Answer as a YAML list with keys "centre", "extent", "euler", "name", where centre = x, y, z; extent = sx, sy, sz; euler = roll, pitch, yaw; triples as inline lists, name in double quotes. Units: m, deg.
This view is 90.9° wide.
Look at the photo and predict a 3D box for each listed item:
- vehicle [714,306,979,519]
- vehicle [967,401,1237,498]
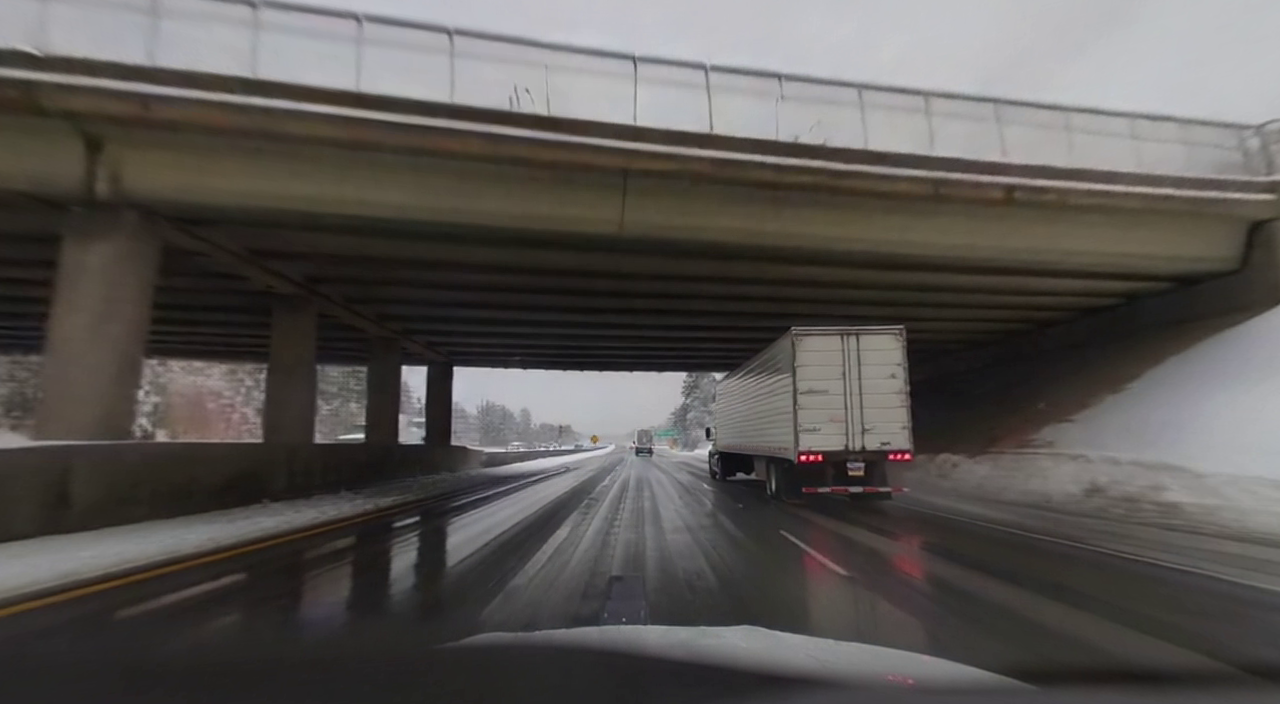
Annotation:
- centre: [4.666, 2.168, 18.984]
  extent: [2.881, 3.995, 14.382]
  euler: [0, -9, -1]
  name: "vehicle"
- centre: [22.673, 5.064, 33.114]
  extent: [2.853, 3.921, 14.754]
  euler: [0, -9, -1]
  name: "vehicle"
